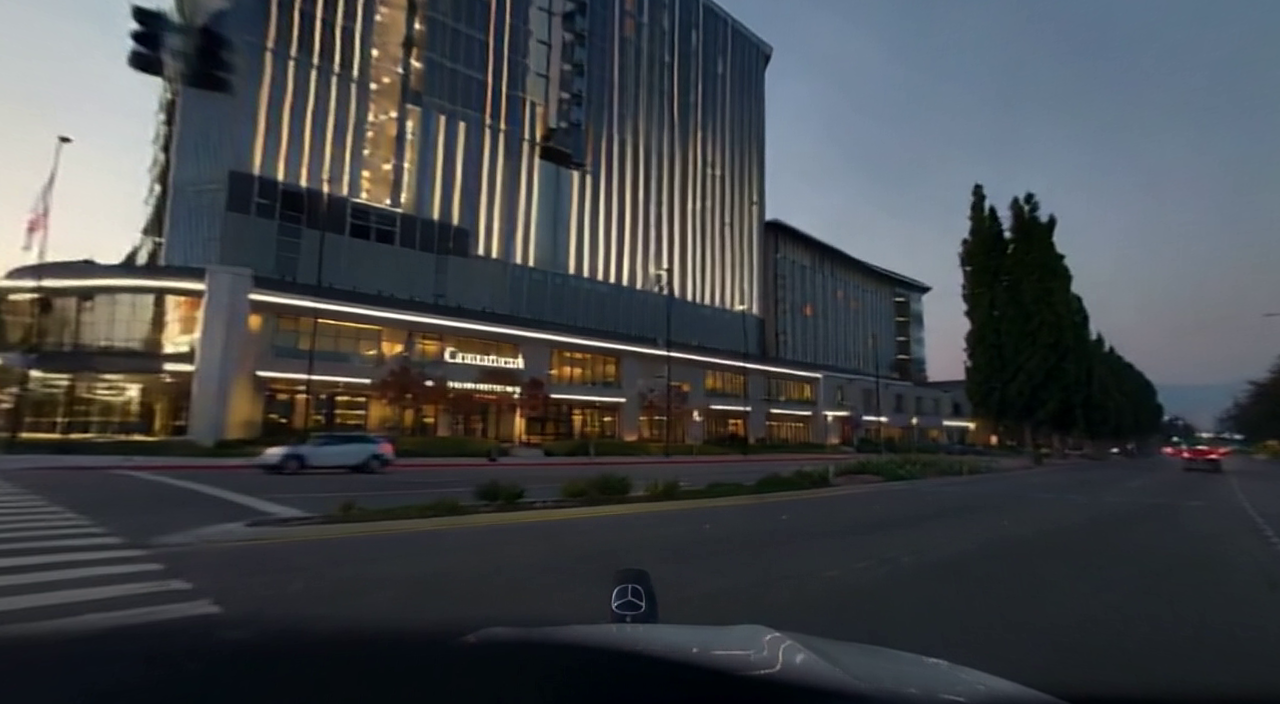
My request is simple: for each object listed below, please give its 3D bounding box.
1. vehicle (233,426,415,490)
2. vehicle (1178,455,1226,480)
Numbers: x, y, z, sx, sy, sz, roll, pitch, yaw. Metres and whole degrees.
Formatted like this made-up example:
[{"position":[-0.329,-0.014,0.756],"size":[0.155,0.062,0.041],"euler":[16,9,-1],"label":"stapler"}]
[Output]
[{"position":[-10.015,3.370,20.199],"size":[2.030,1.775,4.713],"euler":[-8,-12,42],"label":"vehicle"},{"position":[36.679,7.486,40.930],"size":[2.055,1.503,4.632],"euler":[-8,-12,42],"label":"vehicle"}]
